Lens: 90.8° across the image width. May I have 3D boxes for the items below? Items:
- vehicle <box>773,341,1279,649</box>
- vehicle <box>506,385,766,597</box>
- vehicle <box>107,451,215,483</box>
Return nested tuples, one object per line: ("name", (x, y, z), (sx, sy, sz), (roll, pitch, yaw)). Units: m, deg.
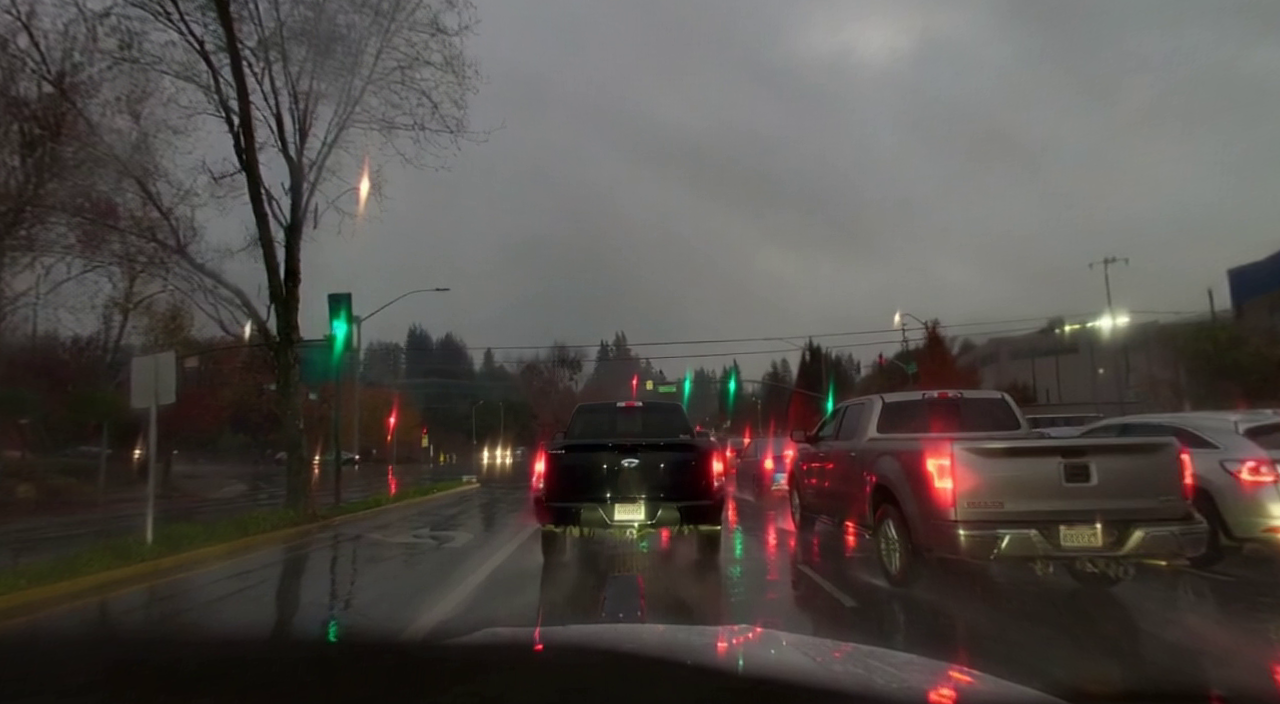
("vehicle", (3.324, 1.314, 6.923), (2.412, 1.953, 5.682), (0, -9, -1))
("vehicle", (-0.062, 1.575, 8.048), (2.240, 1.821, 5.001), (0, -9, -1))
("vehicle", (-26.376, 6.322, 35.015), (4.437, 1.669, 1.936), (5, -10, -30))
